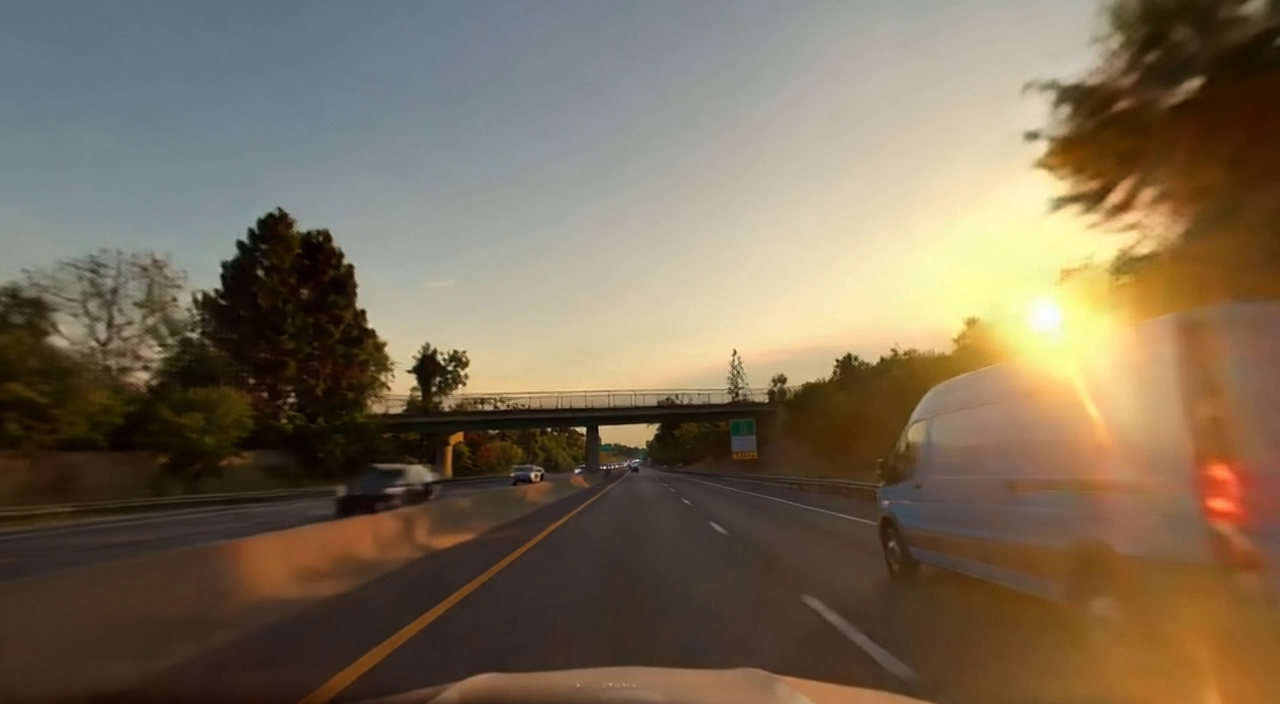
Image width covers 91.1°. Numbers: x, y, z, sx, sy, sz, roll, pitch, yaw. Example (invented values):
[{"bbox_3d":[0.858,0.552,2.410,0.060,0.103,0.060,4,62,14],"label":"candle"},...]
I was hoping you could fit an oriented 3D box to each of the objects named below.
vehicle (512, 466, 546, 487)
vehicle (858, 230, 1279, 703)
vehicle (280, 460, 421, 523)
[{"bbox_3d":[-8.606,9.706,49.064,1.872,1.514,4.101,1,-10,0],"label":"vehicle"},{"bbox_3d":[4.564,1.183,6.135,2.372,2.581,6.763,1,-10,0],"label":"vehicle"},{"bbox_3d":[-7.969,3.871,17.826,1.947,1.513,4.250,1,-10,0],"label":"vehicle"}]
